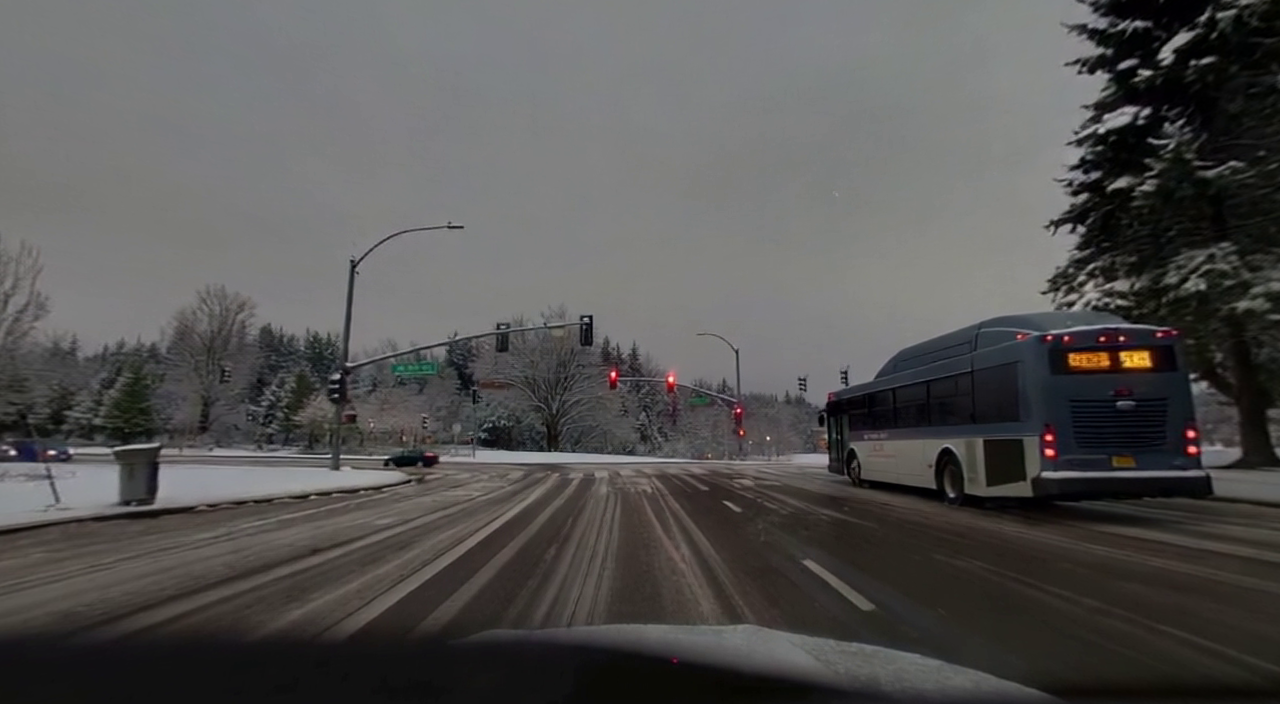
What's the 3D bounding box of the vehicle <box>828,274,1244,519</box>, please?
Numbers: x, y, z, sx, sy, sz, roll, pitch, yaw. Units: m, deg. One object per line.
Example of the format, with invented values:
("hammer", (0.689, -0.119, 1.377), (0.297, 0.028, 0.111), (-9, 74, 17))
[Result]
("vehicle", (8.361, 1.677, 16.971), (2.916, 4.009, 13.397), (0, -9, 2))
